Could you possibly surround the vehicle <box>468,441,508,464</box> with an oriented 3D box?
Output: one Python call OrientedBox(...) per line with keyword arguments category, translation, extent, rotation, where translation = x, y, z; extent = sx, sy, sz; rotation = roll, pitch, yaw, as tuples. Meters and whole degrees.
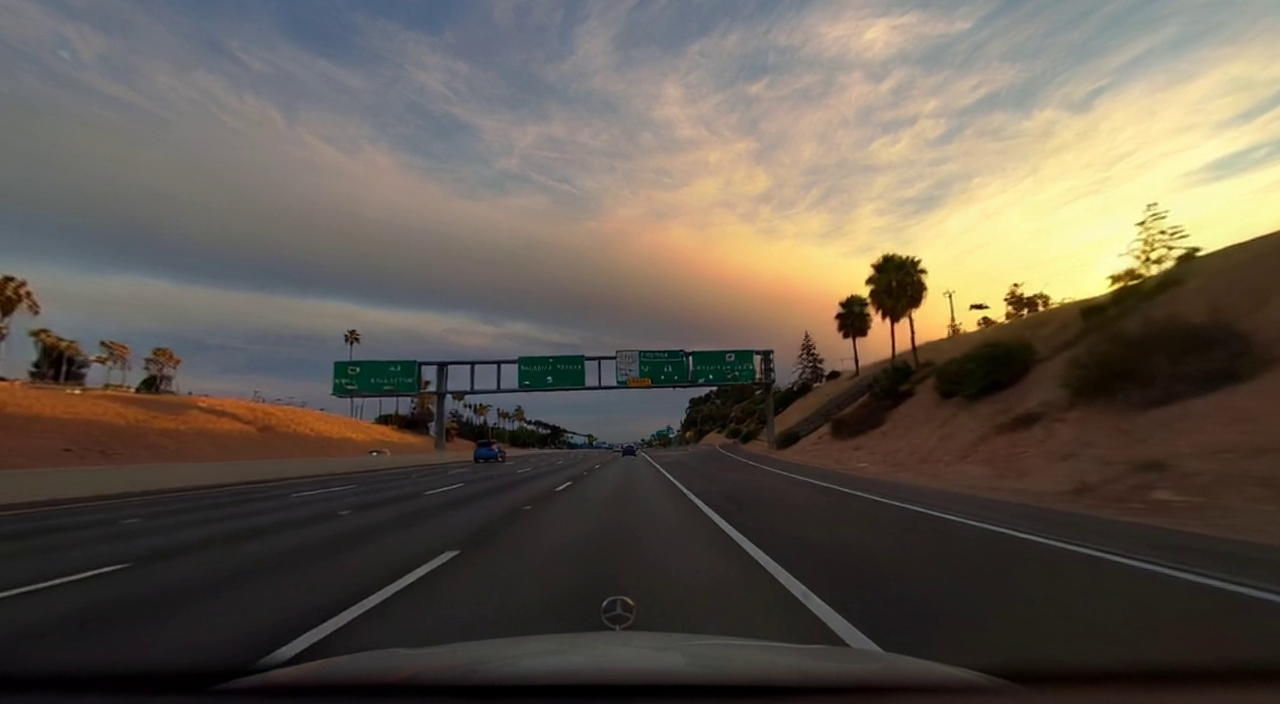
OrientedBox(category="vehicle", translation=(-11.952, 7.925, 49.903), extent=(2.016, 1.754, 4.543), rotation=(0, -8, 0))
